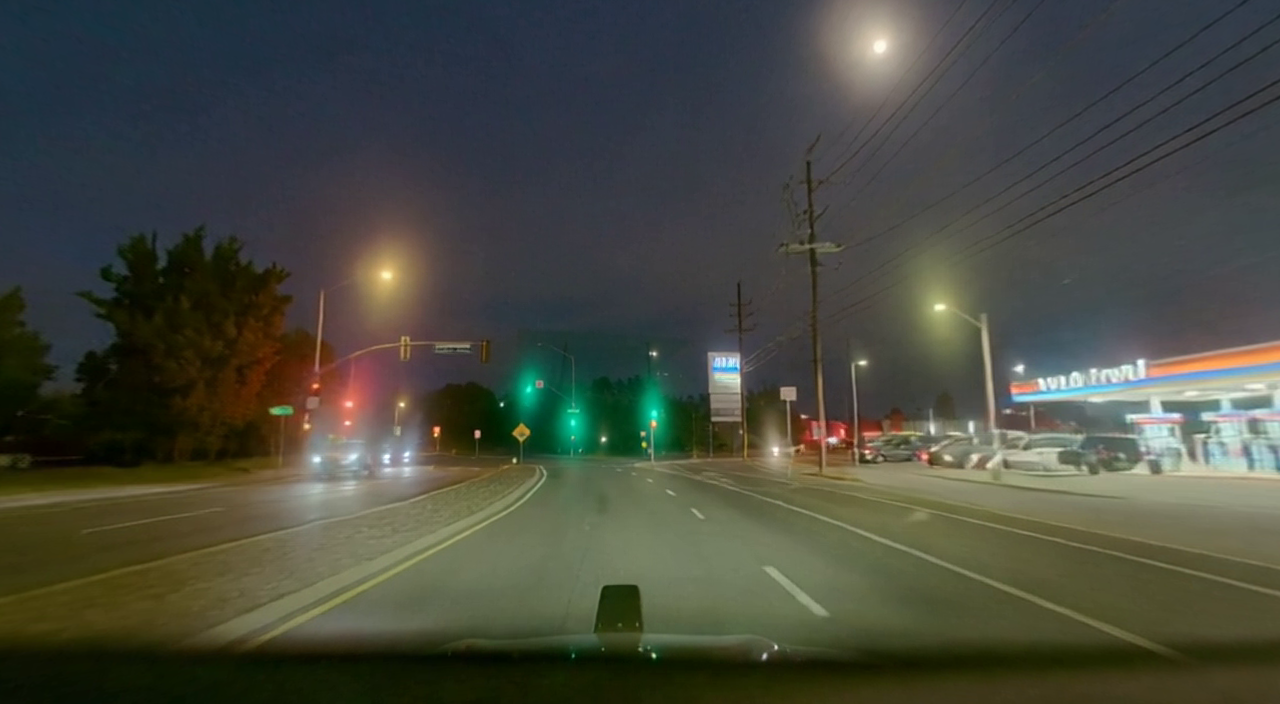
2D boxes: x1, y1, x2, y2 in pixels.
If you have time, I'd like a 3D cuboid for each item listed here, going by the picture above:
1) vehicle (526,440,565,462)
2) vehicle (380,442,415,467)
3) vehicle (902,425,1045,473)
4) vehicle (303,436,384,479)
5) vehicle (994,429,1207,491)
[{"bbox_3d":[-6.934,7.169,46.163,2.094,1.500,3.682,3,-8,-19],"label":"vehicle"},{"bbox_3d":[-16.643,7.015,43.492,1.863,1.439,4.351,1,-7,-17],"label":"vehicle"},{"bbox_3d":[13.306,3.896,25.453,4.444,1.815,2.239,0,-8,1],"label":"vehicle"},{"bbox_3d":[-12.173,4.308,26.234,1.918,1.628,4.011,1,-8,-8],"label":"vehicle"},{"bbox_3d":[14.178,3.310,19.720,4.996,1.720,2.027,0,-5,2],"label":"vehicle"}]
